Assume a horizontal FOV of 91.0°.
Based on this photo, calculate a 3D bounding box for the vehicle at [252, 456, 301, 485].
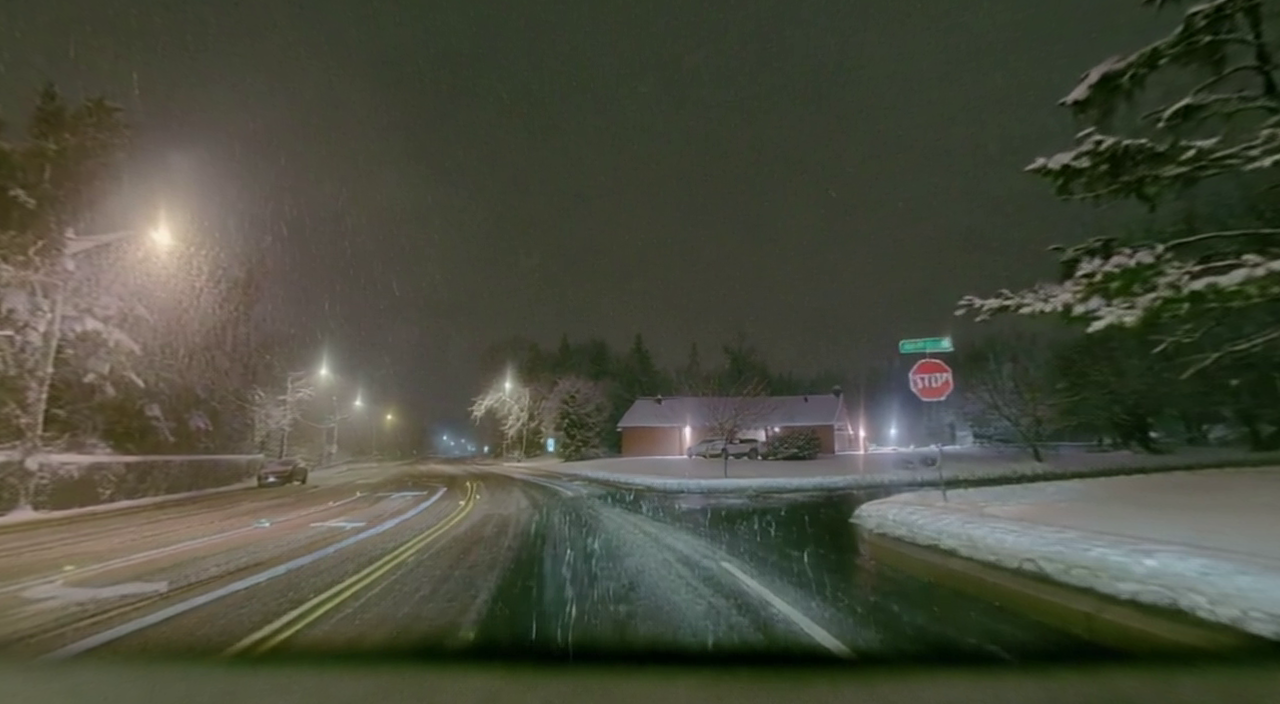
[{"bbox_3d":[-23.504,7.718,40.847,1.952,1.632,4.200,1,-11,-19],"label":"vehicle"}]
